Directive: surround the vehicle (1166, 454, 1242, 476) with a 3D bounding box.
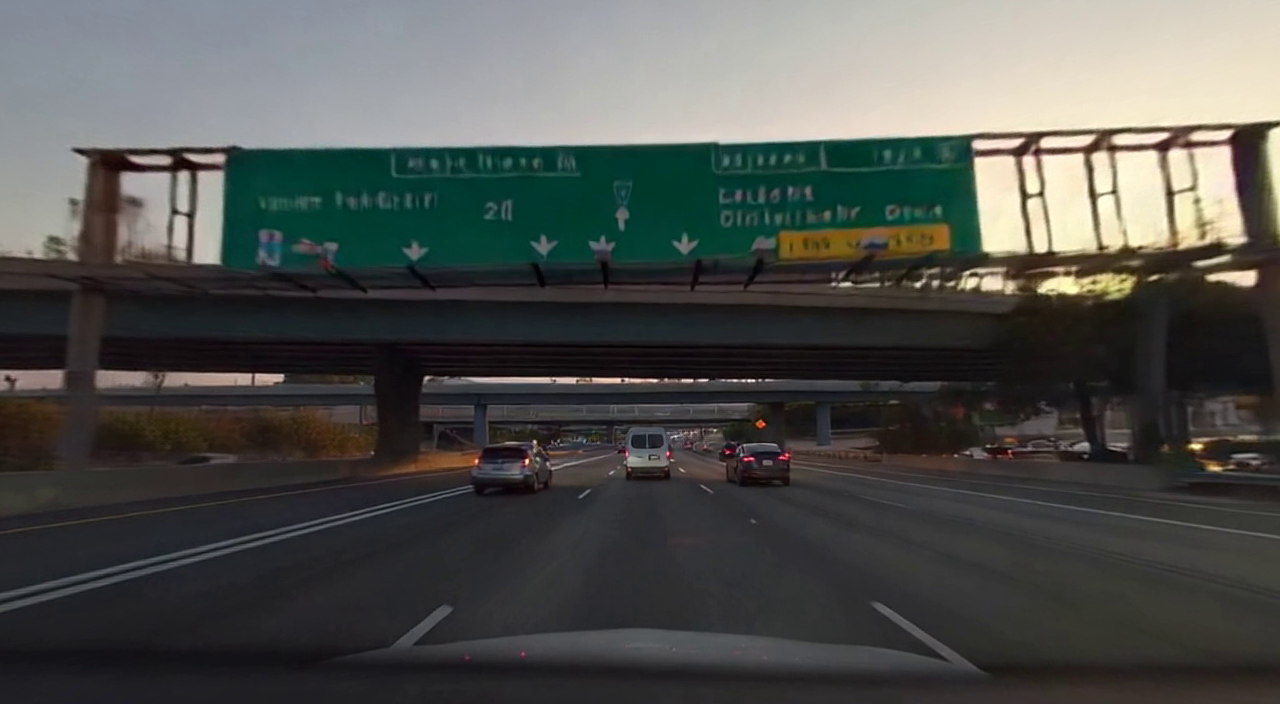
[{"bbox_3d":[41.085,8.241,45.932,3.667,1.480,1.749,-1,-9,7],"label":"vehicle"}]

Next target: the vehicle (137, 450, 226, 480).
[{"bbox_3d":[-26.793,6.582,36.967,1.952,1.623,4.121,0,-9,2],"label":"vehicle"}]

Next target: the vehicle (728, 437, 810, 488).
[{"bbox_3d":[4.641,4.032,23.315,2.146,1.678,4.489,0,-9,1],"label":"vehicle"}]

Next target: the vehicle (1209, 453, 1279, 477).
[{"bbox_3d":[39.736,7.312,40.778,3.704,1.461,1.891,-1,-9,7],"label":"vehicle"}]

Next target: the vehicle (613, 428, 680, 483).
[{"bbox_3d":[0.257,4.270,26.290,2.509,2.062,4.639,0,-9,0],"label":"vehicle"}]

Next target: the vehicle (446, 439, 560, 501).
[{"bbox_3d":[-3.816,3.386,18.556,2.173,1.542,4.781,0,-9,2],"label":"vehicle"}]
